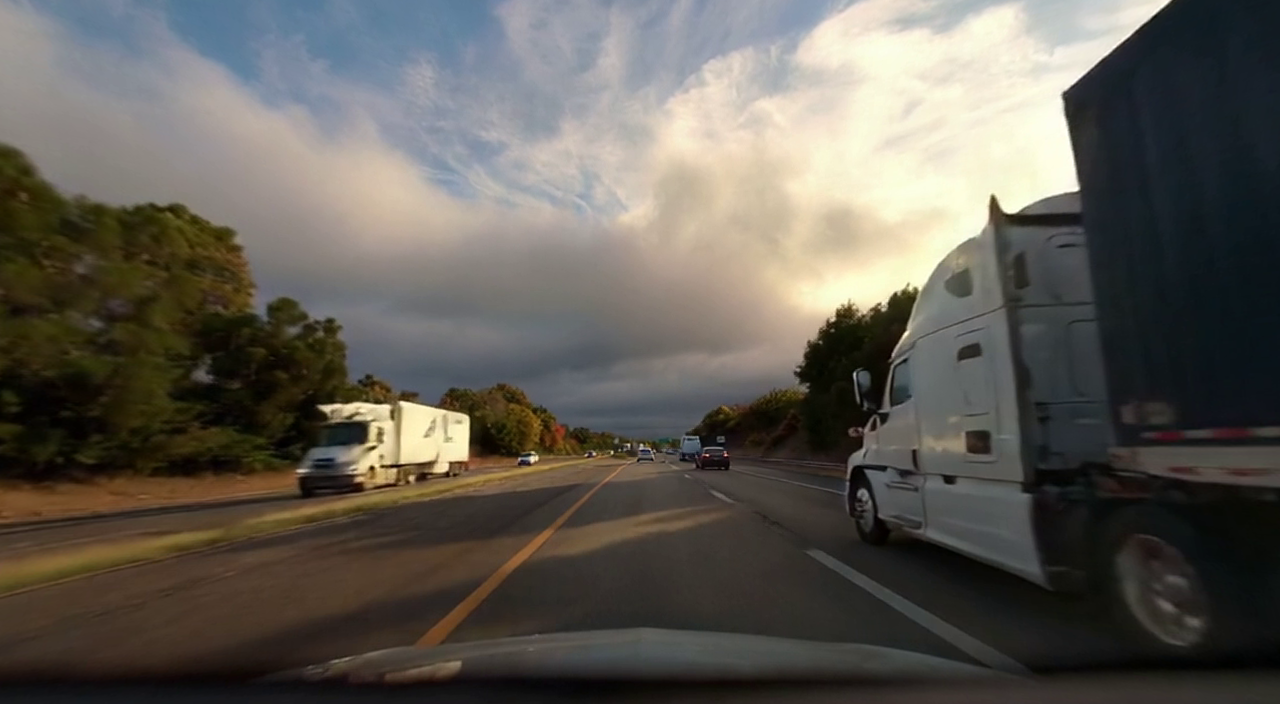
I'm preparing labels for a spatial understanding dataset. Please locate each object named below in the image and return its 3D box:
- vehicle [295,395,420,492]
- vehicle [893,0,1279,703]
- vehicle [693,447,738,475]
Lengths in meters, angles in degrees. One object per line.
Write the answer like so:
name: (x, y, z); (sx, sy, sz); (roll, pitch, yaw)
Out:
vehicle: (-12.805, 4.247, 29.234); (2.982, 3.982, 5.800); (0, -9, 0)
vehicle: (4.759, -0.628, 0.738); (2.889, 4.072, 13.991); (0, -9, -1)
vehicle: (4.302, 6.273, 36.458); (2.043, 1.542, 3.881); (0, -9, -1)
